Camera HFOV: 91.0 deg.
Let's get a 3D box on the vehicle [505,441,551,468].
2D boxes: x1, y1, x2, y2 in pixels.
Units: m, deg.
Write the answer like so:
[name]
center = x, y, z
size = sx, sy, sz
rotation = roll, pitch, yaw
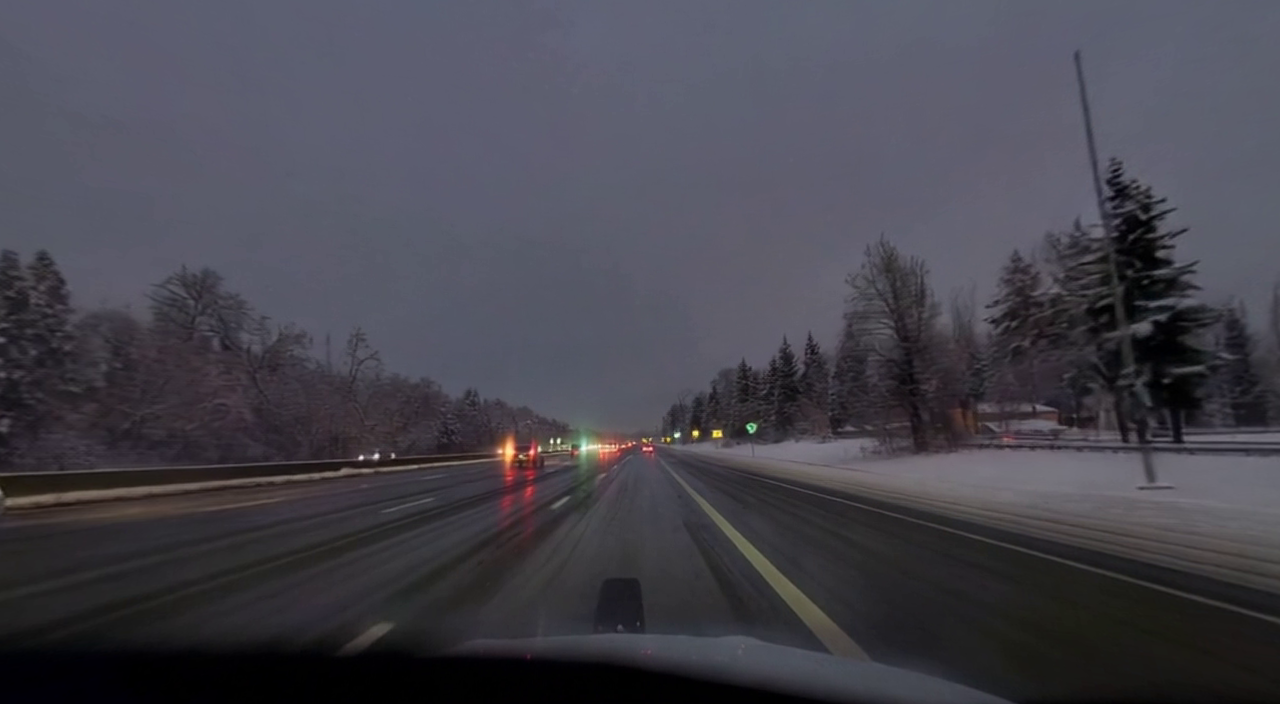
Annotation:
[vehicle]
center = -6.758, 6.226, 38.327
size = 1.985, 1.513, 4.172
rotation = 0, -8, 1
